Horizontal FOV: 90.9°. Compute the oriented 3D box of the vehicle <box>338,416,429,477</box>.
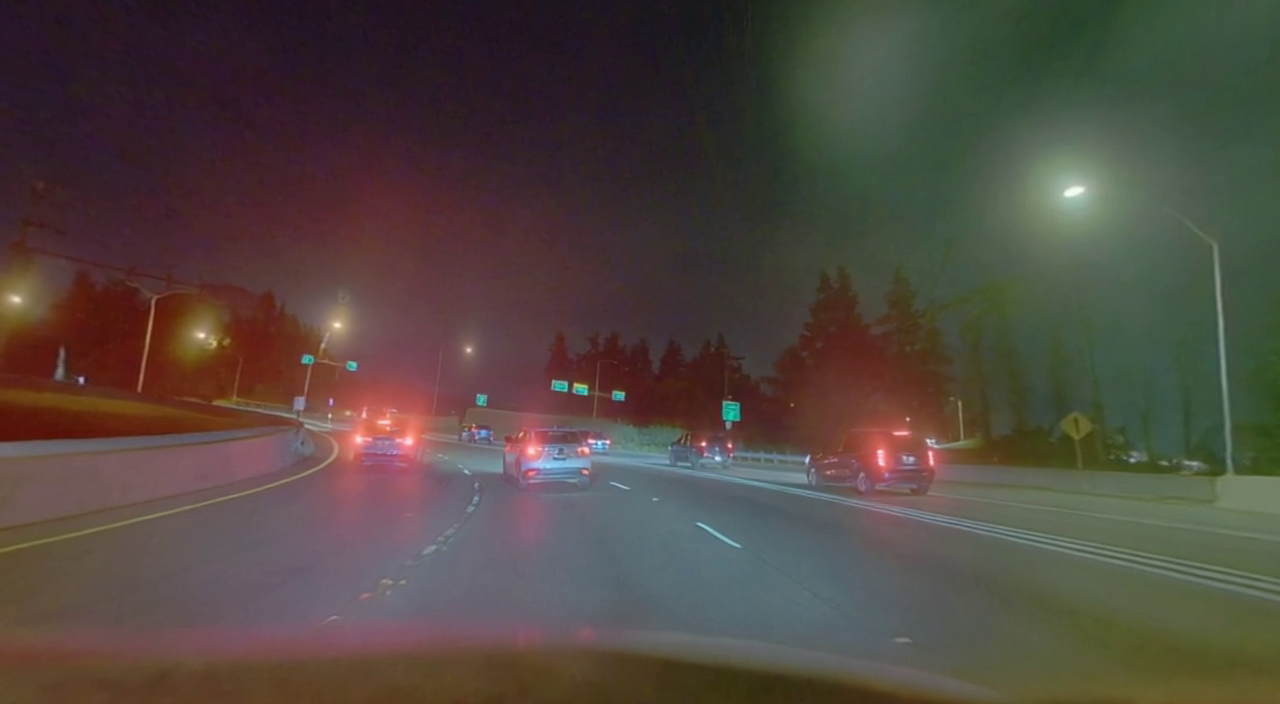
[{"bbox_3d":[-7.198,2.713,18.159,2.033,1.501,4.623,3,-9,-18],"label":"vehicle"}]

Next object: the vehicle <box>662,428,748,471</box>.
[{"bbox_3d":[2.896,4.528,29.312,2.079,1.807,4.682,3,-9,-20],"label":"vehicle"}]

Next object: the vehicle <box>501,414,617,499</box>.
[{"bbox_3d":[-2.107,2.476,15.287,2.140,1.724,4.304,2,-9,-16],"label":"vehicle"}]

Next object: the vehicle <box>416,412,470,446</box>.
[{"bbox_3d":[-11.638,4.595,37.065,2.042,1.817,4.650,5,-10,-29],"label":"vehicle"}]

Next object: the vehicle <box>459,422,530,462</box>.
[{"bbox_3d":[-6.018,3.695,25.734,1.832,1.473,4.364,4,-9,-26],"label":"vehicle"}]
